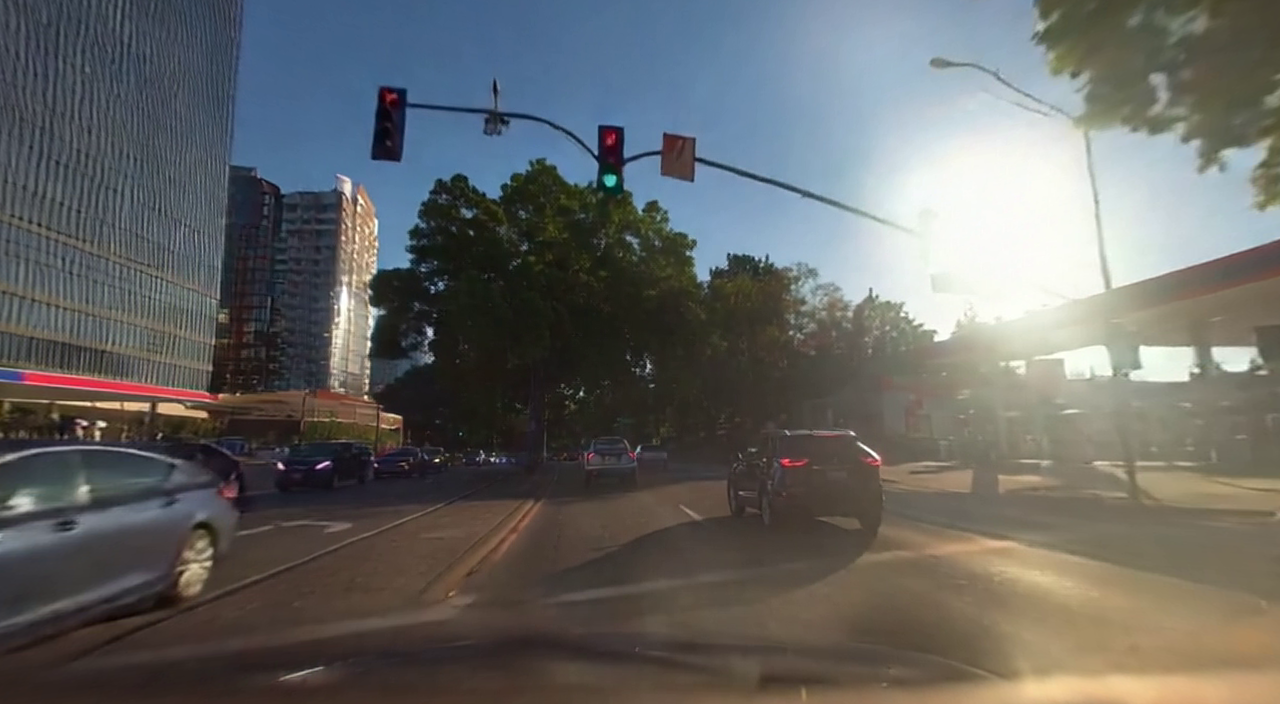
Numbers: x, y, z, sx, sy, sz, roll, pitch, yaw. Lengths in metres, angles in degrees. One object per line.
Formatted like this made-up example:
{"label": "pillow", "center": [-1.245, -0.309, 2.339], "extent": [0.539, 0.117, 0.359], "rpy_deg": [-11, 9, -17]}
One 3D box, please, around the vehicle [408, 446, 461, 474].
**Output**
{"label": "vehicle", "center": [-11.437, 6.006, 35.315], "extent": [1.872, 1.439, 4.507], "rpy_deg": [1, -8, -5]}

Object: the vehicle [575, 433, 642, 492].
{"label": "vehicle", "center": [-1.182, 3.729, 21.630], "extent": [2.051, 1.798, 4.168], "rpy_deg": [1, -8, -6]}

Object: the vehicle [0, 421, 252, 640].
{"label": "vehicle", "center": [-5.521, 1.385, 5.337], "extent": [1.987, 1.505, 4.337], "rpy_deg": [1, -8, -5]}

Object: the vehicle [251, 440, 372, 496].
{"label": "vehicle", "center": [-10.277, 3.616, 20.077], "extent": [1.943, 1.575, 3.927], "rpy_deg": [0, -8, -4]}

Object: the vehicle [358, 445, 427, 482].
{"label": "vehicle", "center": [-10.322, 4.633, 26.490], "extent": [1.665, 1.442, 3.720], "rpy_deg": [1, -8, -5]}

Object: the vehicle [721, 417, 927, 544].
{"label": "vehicle", "center": [2.834, 2.091, 10.901], "extent": [2.000, 1.745, 4.206], "rpy_deg": [1, -8, -5]}

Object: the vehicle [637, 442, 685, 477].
{"label": "vehicle", "center": [0.982, 5.310, 31.414], "extent": [1.800, 1.592, 3.658], "rpy_deg": [1, -8, -8]}
